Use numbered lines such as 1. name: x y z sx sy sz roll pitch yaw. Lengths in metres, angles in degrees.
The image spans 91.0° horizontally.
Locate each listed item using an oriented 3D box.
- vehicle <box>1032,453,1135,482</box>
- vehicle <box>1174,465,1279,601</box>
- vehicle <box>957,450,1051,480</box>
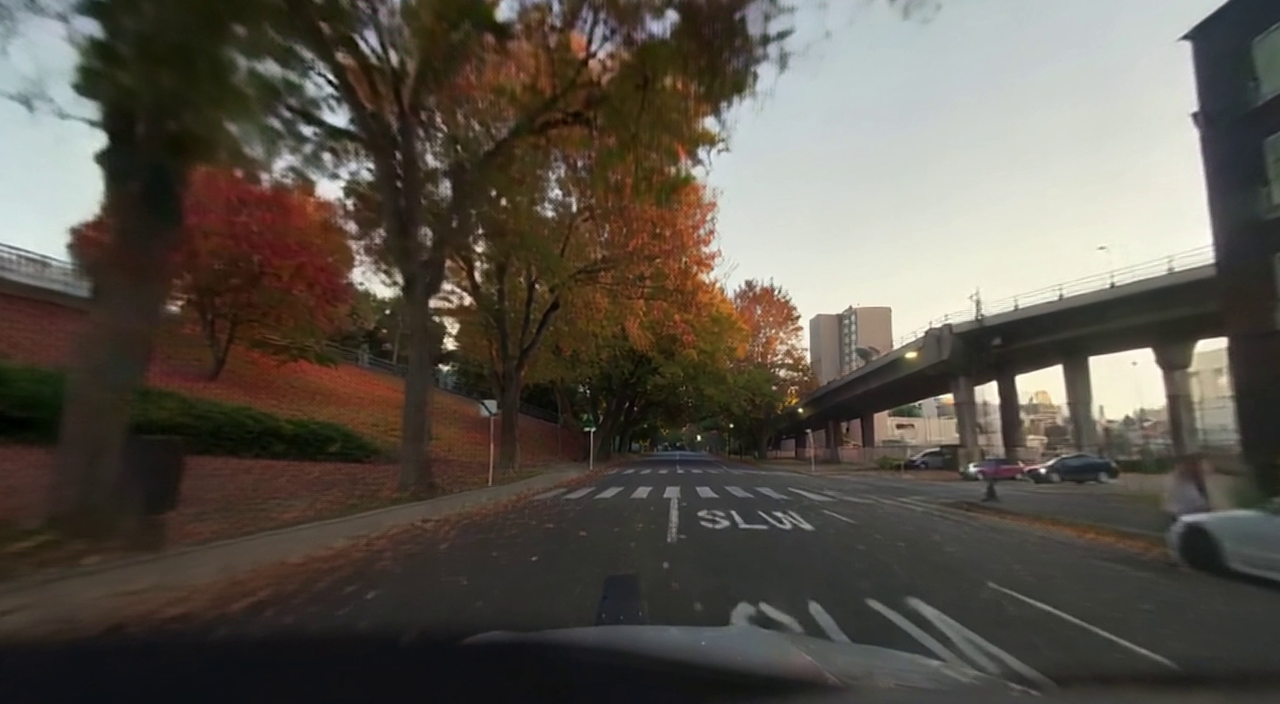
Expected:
1. vehicle: 25.542 6.605 36.399 1.842 1.508 4.412 7 -11 -35
2. vehicle: 8.286 1.932 6.178 2.067 1.498 4.771 0 -9 3
3. vehicle: 21.608 6.690 37.522 2.066 1.654 4.269 7 -11 -35
